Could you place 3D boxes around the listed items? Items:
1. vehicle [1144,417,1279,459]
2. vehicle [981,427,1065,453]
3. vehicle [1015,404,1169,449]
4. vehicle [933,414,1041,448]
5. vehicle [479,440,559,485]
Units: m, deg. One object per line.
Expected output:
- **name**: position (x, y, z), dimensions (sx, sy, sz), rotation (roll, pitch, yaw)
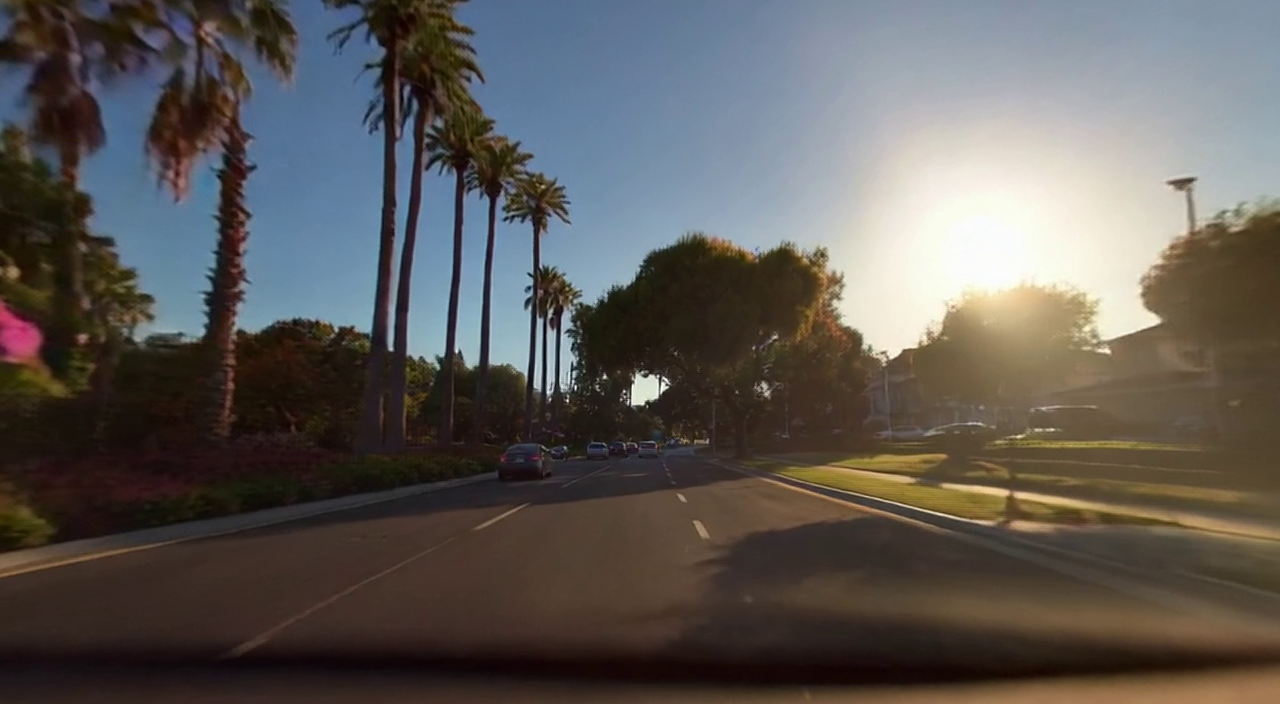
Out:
- **vehicle**: position (21.612, 3.185, 23.376), dimensions (4.168, 1.489, 1.768), rotation (0, -7, 0)
- **vehicle**: position (21.335, 4.935, 35.042), dimensions (3.648, 1.427, 1.686), rotation (1, -9, -6)
- **vehicle**: position (21.188, 3.546, 29.612), dimensions (5.458, 2.044, 2.299), rotation (0, -9, -2)
- **vehicle**: position (20.952, 4.817, 38.042), dimensions (5.294, 1.978, 2.201), rotation (1, -9, -7)
- **vehicle**: position (-4.293, 3.994, 23.079), dimensions (2.036, 1.478, 4.508), rotation (0, -9, 0)
